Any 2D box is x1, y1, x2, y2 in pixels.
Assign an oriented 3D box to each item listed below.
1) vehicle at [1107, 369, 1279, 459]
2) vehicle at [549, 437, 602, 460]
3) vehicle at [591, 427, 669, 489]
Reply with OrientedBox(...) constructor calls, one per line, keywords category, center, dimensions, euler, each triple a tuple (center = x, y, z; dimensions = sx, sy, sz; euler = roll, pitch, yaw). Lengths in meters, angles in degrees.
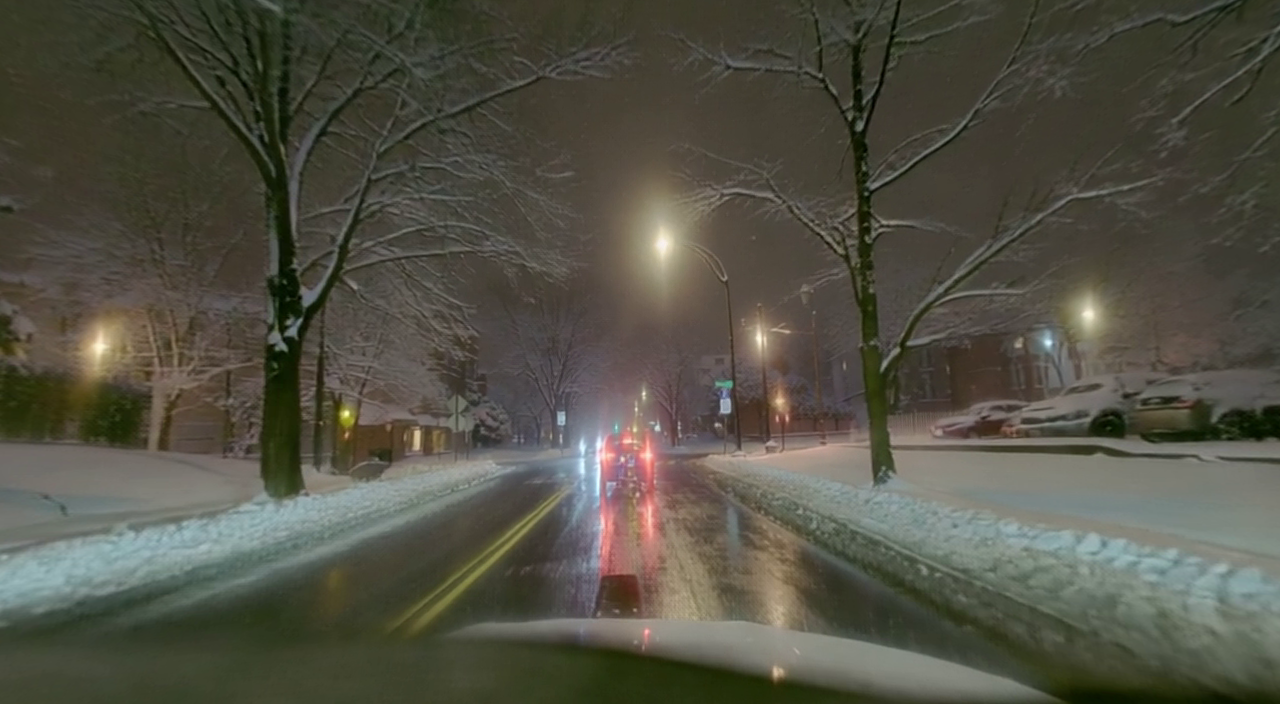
OrientedBox(category="vehicle", center=(12.481, 1.192, 12.918), dimensions=(4.052, 1.595, 2.062), euler=(-4, -5, 3))
OrientedBox(category="vehicle", center=(-5.079, 7.501, 48.988), dimensions=(1.966, 1.651, 4.401), euler=(6, -11, -40))
OrientedBox(category="vehicle", center=(-0.259, 3.203, 19.406), dimensions=(2.142, 1.686, 3.816), euler=(-1, -8, 1))
